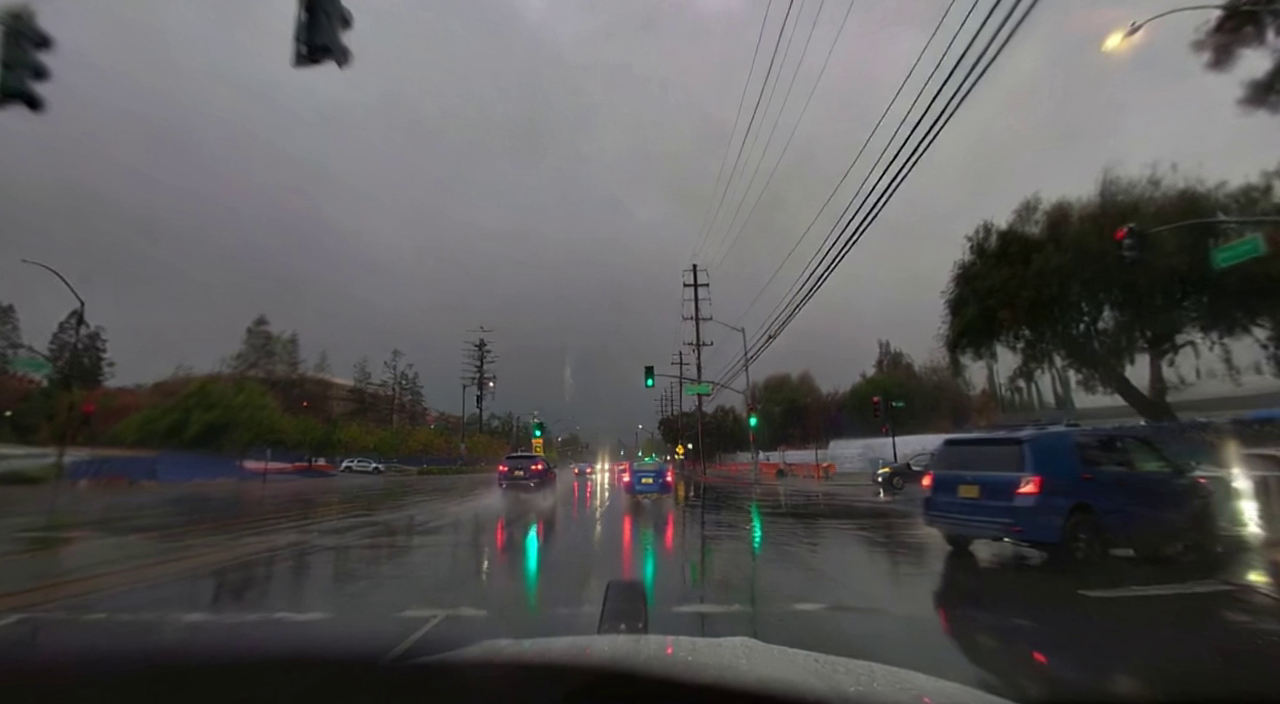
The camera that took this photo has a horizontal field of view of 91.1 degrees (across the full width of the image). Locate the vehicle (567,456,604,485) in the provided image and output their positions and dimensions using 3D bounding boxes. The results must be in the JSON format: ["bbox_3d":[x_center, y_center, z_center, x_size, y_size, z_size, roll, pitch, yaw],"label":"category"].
[{"bbox_3d":[-3.524,7.751,41.456,1.910,1.713,4.786,0,-9,1],"label":"vehicle"}]

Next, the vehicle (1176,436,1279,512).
[{"bbox_3d":[16.904,3.080,16.237,4.512,1.767,1.980,1,-9,-8],"label":"vehicle"}]

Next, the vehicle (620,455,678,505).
[{"bbox_3d":[0.336,4.880,24.341,2.059,1.691,3.980,0,-9,0],"label":"vehicle"}]

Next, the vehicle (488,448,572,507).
[{"bbox_3d":[-3.700,4.314,22.065,2.078,1.804,4.387,0,-9,1],"label":"vehicle"}]

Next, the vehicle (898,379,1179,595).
[{"bbox_3d":[5.293,1.794,9.397,2.458,2.149,5.577,-4,-9,22],"label":"vehicle"}]
